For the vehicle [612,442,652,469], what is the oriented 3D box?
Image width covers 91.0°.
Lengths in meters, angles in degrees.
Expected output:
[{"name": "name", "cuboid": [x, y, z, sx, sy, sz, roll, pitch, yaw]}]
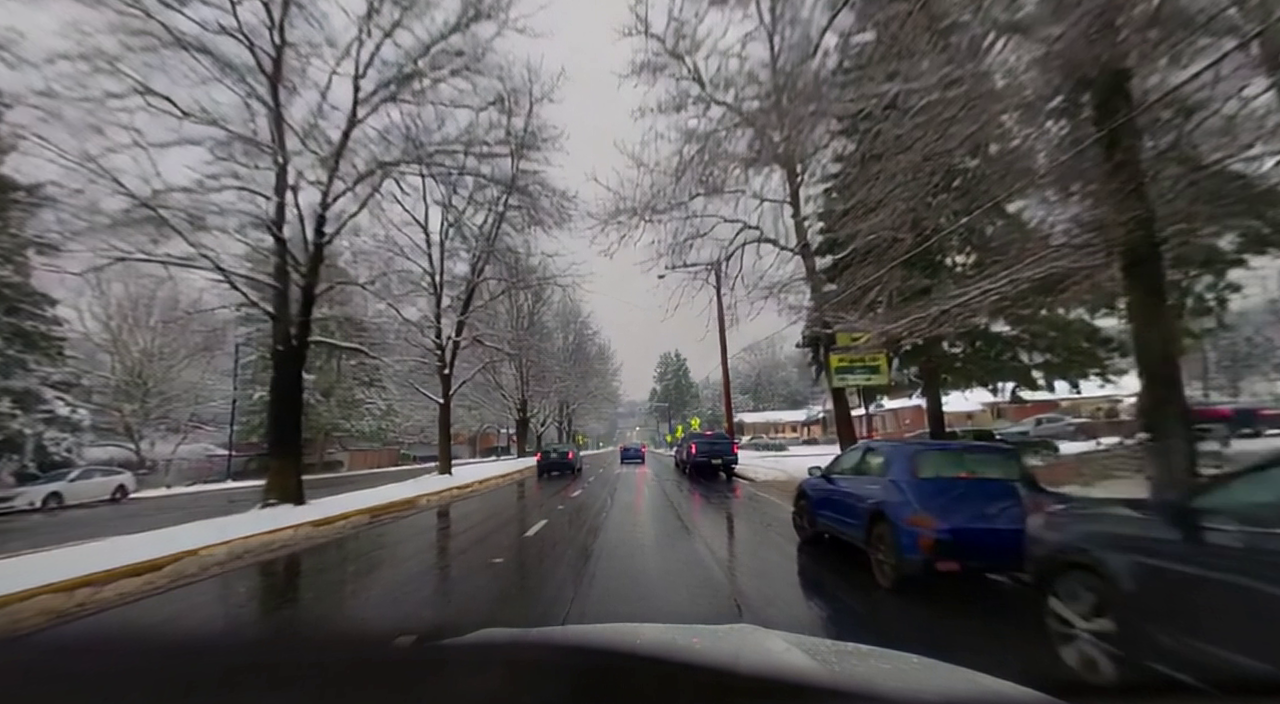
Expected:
[{"name": "vehicle", "cuboid": [-0.466, 6.080, 37.146, 2.187, 1.478, 4.138, 1, -9, -1]}]

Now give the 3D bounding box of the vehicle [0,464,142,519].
[{"name": "vehicle", "cuboid": [-19.317, 4.592, 21.103, 1.812, 1.499, 4.276, 1, -9, -2]}]

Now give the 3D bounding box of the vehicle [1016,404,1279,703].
[{"name": "vehicle", "cuboid": [3.348, 0.896, 1.734, 1.819, 1.554, 4.638, 1, -9, 1]}]

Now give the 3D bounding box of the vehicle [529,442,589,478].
[{"name": "vehicle", "cuboid": [-3.546, 4.835, 28.416, 2.083, 1.460, 4.527, 1, -9, 0]}]

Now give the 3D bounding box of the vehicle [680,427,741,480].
[{"name": "vehicle", "cuboid": [2.964, 4.430, 27.667, 2.072, 2.017, 5.590, 1, -9, 0]}]
